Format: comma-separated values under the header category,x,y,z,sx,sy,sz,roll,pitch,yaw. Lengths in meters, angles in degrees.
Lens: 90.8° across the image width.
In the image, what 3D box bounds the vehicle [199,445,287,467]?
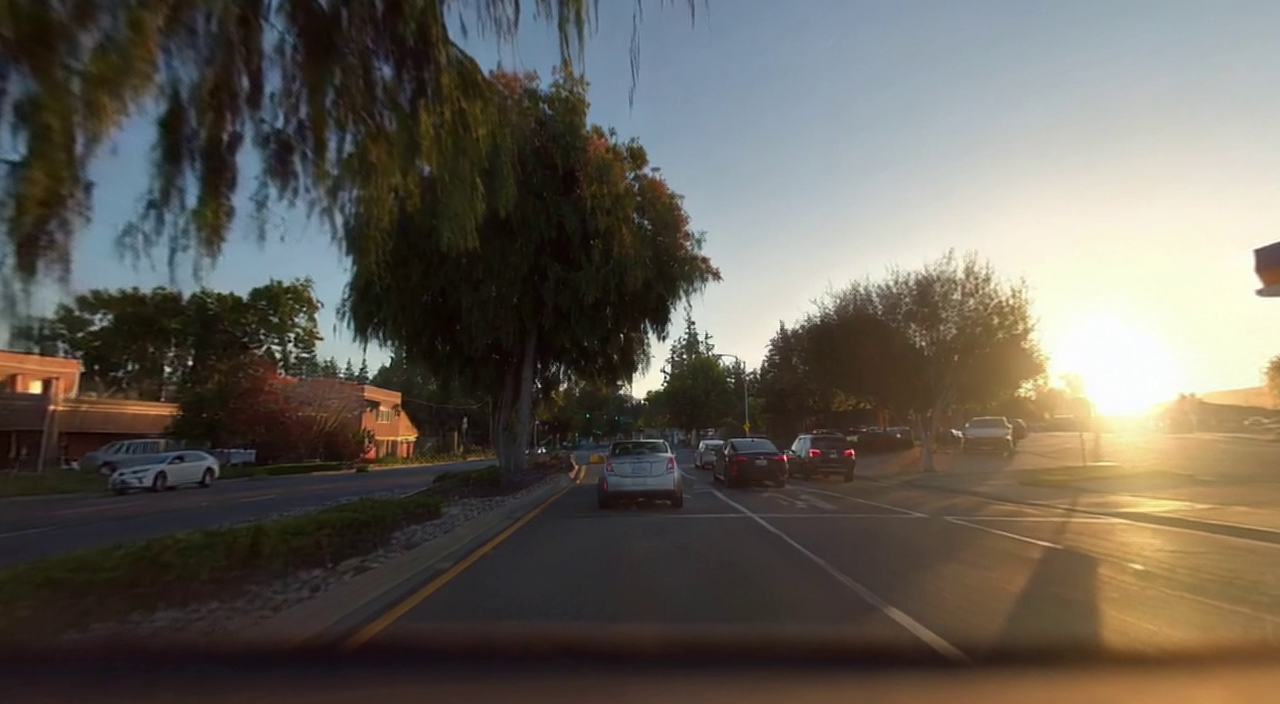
category,x,y,z,sx,sy,sz,roll,pitch,yaw
vehicle,-28.075,7.357,44.787,4.736,1.491,2.042,0,-8,-2

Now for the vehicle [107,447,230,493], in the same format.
category,x,y,z,sx,sy,sz,roll,pitch,yaw
vehicle,-19.169,4.749,25.927,1.903,1.706,3.994,0,-8,0

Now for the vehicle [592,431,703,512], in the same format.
category,x,y,z,sx,sy,sz,roll,pitch,yaw
vehicle,0.145,2.495,13.646,2.052,1.488,3.779,0,-8,0

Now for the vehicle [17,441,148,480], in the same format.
category,x,y,z,sx,sy,sz,roll,pitch,yaw
vehicle,-27.470,5.347,31.245,4.494,1.792,2.037,0,-8,0

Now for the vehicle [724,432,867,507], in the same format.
category,x,y,z,sx,sy,sz,roll,pitch,yaw
vehicle,3.395,2.673,14.891,2.124,1.476,4.730,0,-8,0
